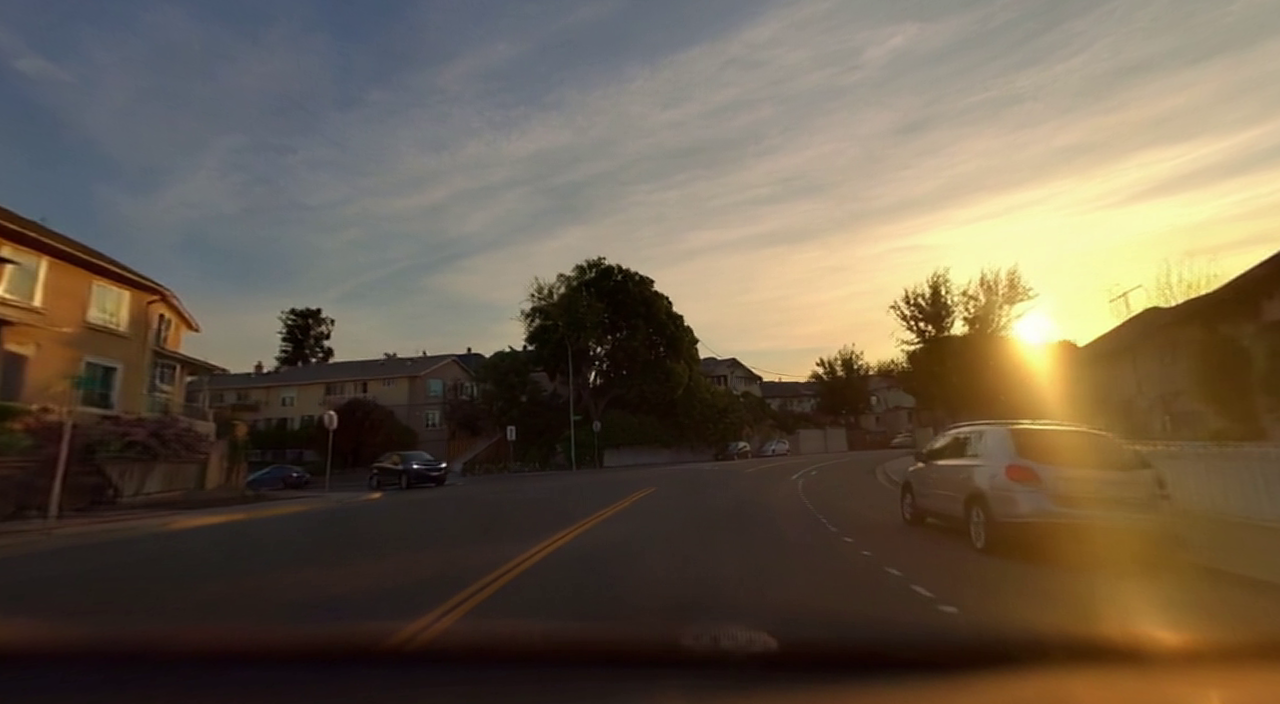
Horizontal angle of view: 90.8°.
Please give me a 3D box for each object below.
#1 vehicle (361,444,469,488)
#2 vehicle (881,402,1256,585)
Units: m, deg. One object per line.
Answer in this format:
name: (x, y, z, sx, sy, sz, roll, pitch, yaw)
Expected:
vehicle: (-9.500, 4.746, 26.641, 4.270, 1.683, 1.984, -5, -10, 31)
vehicle: (4.902, 1.668, 8.274, 2.105, 1.705, 4.392, -1, -9, 5)
